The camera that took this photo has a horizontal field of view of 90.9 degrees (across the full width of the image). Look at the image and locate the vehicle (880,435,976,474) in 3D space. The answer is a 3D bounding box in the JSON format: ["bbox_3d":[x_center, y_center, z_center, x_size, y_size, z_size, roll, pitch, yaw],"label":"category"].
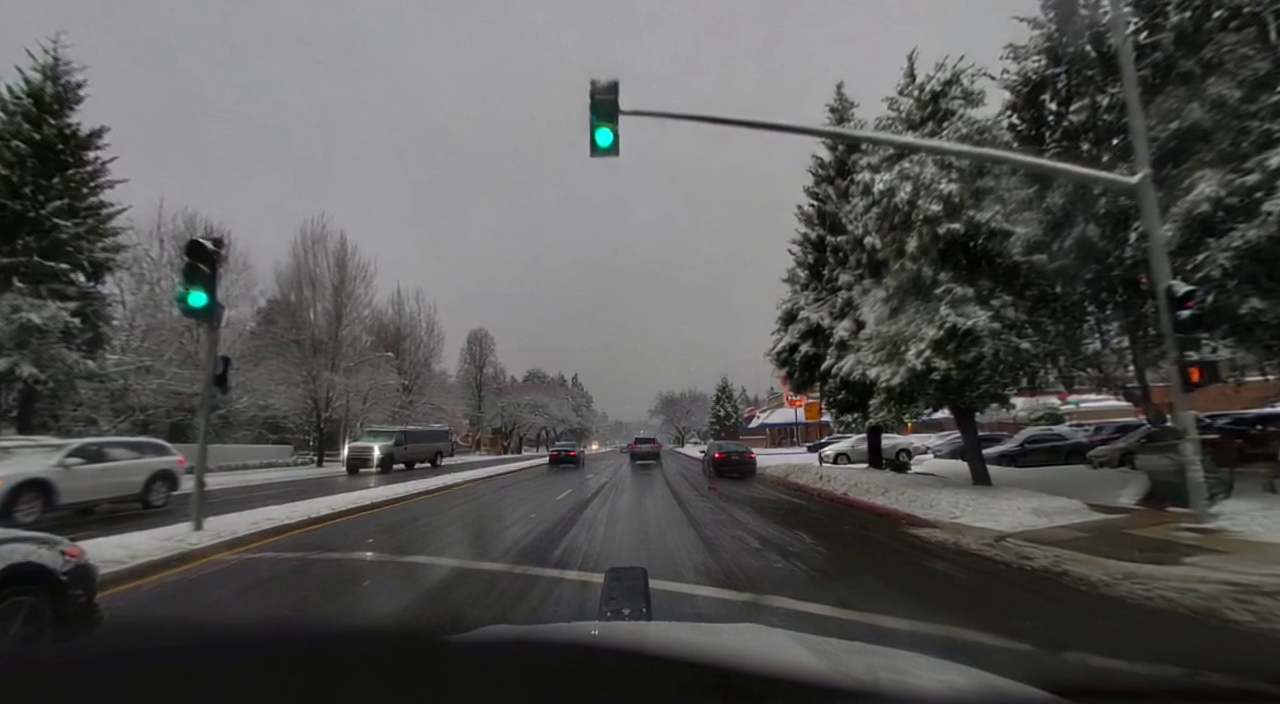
[{"bbox_3d":[11.950,4.287,26.529,1.959,1.472,4.473,0,-9,1],"label":"vehicle"}]

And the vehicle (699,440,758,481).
[{"bbox_3d":[3.699,4.580,26.824,1.922,1.579,3.642,0,-9,-1],"label":"vehicle"}]

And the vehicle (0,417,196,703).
[{"bbox_3d":[-3.981,0.912,2.031,1.908,1.481,4.351,0,-9,0],"label":"vehicle"}]

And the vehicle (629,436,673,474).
[{"bbox_3d":[0.526,5.364,32.938,2.193,1.873,4.033,0,-9,0],"label":"vehicle"}]

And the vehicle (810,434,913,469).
[{"bbox_3d":[11.695,5.256,33.333,4.808,1.712,2.061,-5,-10,28],"label":"vehicle"}]

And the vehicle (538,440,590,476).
[{"bbox_3d":[-3.741,5.298,31.622,2.026,1.665,4.193,0,-9,1],"label":"vehicle"}]

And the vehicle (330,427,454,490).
[{"bbox_3d":[-9.177,4.013,24.125,2.328,2.093,5.956,0,-9,0],"label":"vehicle"}]
